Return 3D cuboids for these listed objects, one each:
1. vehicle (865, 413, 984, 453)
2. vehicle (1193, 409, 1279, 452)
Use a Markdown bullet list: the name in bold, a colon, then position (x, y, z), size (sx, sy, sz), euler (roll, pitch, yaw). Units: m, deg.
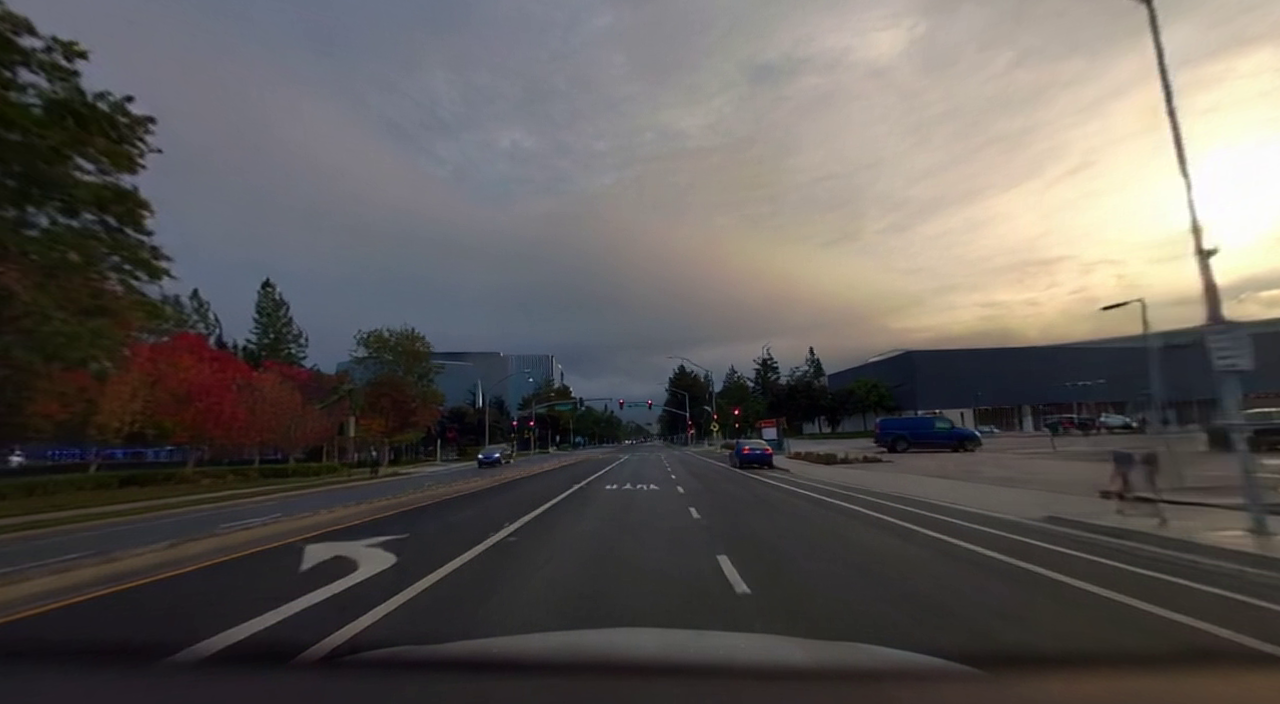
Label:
- **vehicle**: position (16.015, 4.618, 35.723), size (5.546, 2.117, 2.443), euler (0, -8, 0)
- **vehicle**: position (24.003, 2.972, 23.627), size (1.943, 1.531, 4.579), euler (1, -8, -8)
